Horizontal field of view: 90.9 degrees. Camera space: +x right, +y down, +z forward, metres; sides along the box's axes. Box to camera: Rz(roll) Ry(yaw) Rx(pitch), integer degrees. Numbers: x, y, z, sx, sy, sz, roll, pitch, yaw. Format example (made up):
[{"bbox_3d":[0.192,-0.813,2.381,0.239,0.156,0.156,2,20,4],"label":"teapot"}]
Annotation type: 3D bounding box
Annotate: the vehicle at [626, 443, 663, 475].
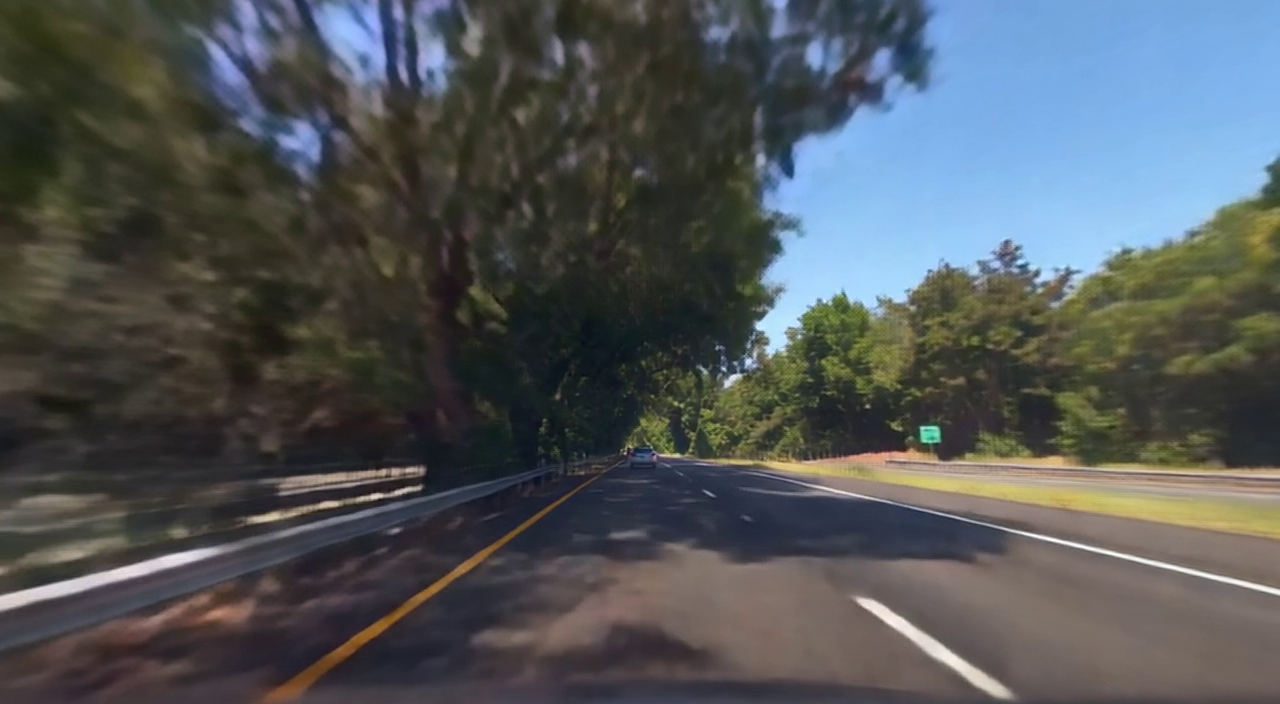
[{"bbox_3d":[0.233,5.918,35.093,1.987,1.658,3.620,0,-9,0],"label":"vehicle"}]
